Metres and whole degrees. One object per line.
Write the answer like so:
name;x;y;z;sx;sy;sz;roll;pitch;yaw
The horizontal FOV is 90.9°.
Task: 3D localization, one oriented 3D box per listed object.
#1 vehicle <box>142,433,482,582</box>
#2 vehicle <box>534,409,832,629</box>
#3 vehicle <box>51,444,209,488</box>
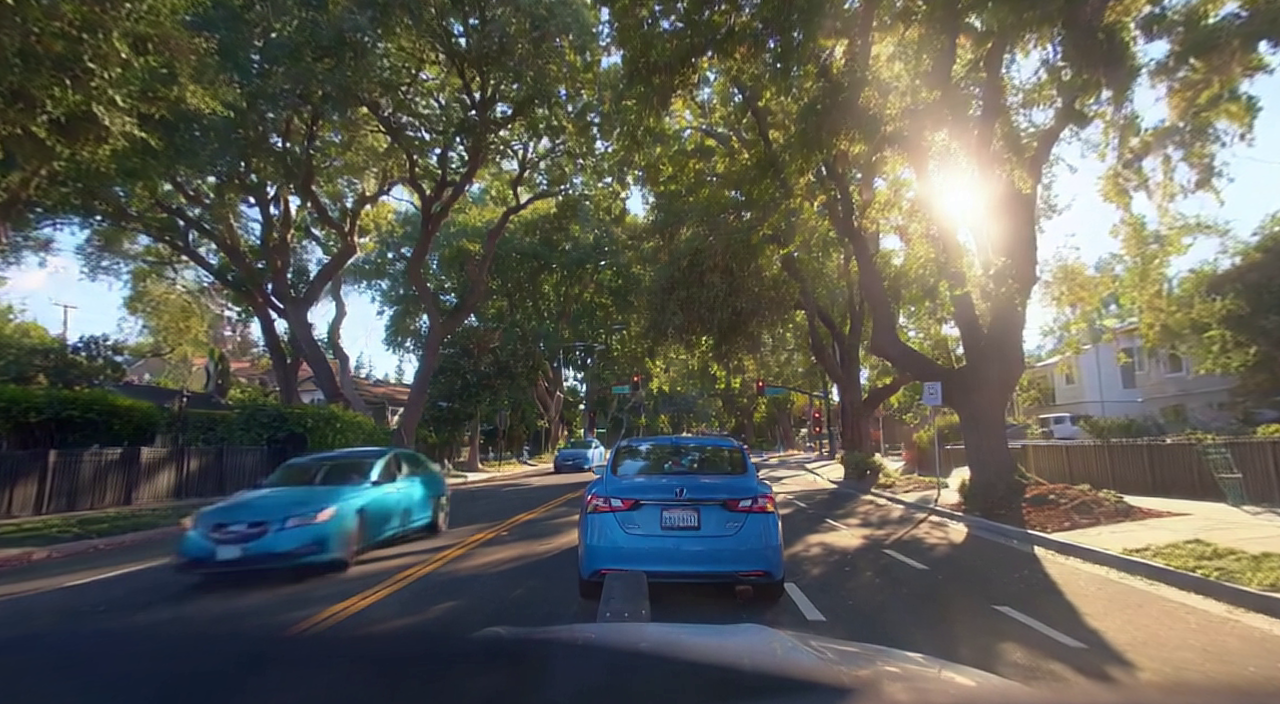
vehicle;-3.910;1.898;8.677;2.060;1.479;4.462;0;-8;4
vehicle;0.340;1.455;6.442;2.070;1.516;3.936;0;-8;1
vehicle;-18.105;4.032;22.484;4.069;1.445;2.063;-2;-9;8
